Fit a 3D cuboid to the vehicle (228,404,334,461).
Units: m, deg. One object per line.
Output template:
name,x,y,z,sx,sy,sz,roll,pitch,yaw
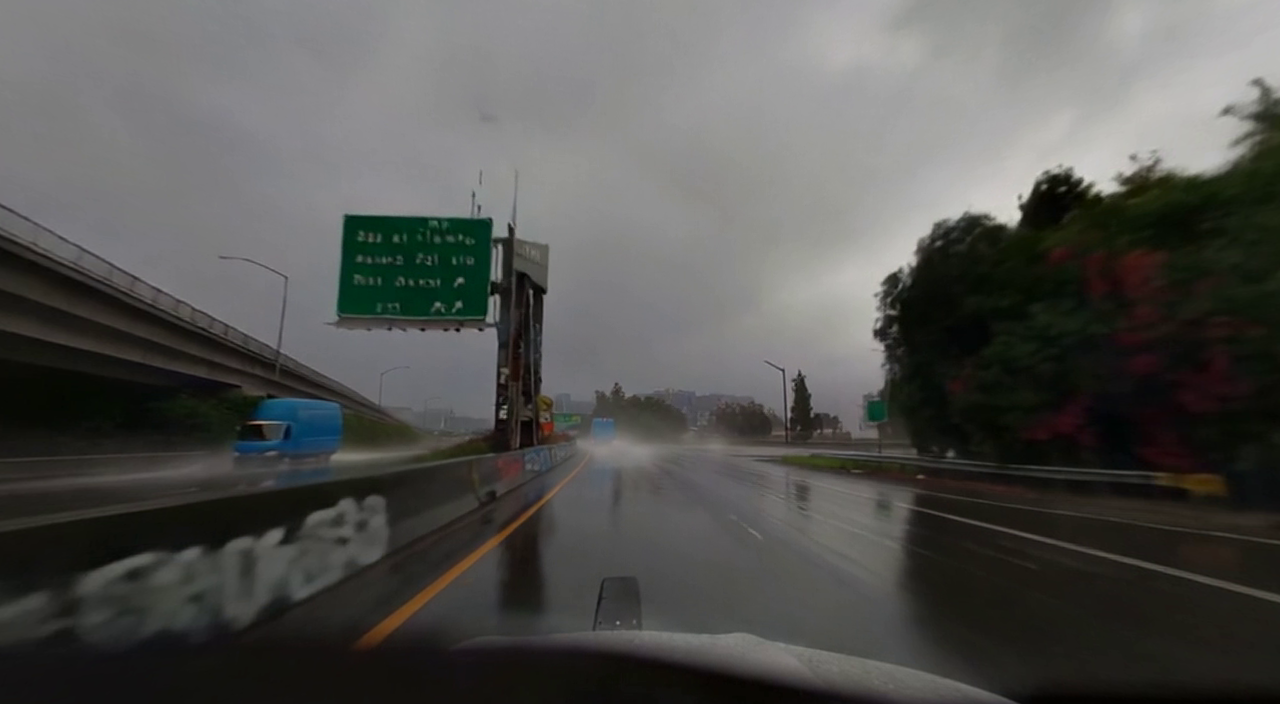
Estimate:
vehicle,-19.311,4.415,34.317,2.354,2.823,5.911,0,-8,-2
